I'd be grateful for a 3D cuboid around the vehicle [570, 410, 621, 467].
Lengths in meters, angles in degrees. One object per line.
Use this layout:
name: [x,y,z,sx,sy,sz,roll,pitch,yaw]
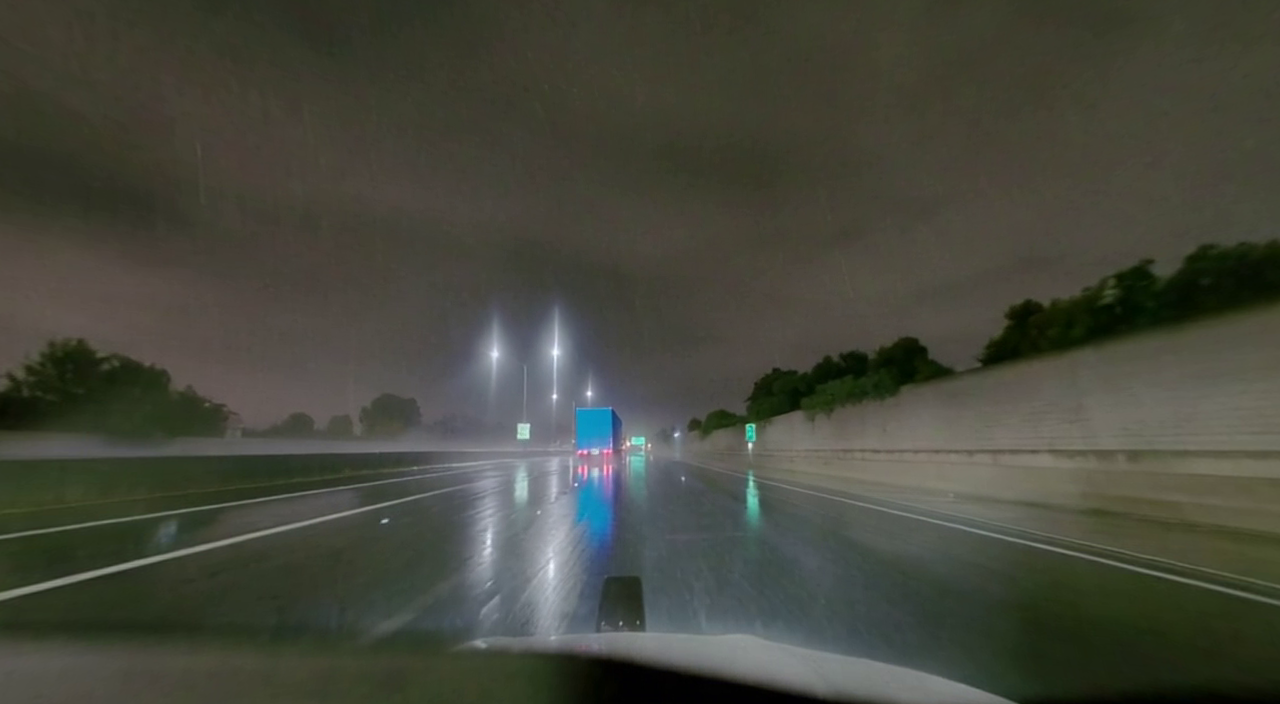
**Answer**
vehicle: [-3.255,6.834,49.344,3.059,3.956,11.036,0,-9,1]
